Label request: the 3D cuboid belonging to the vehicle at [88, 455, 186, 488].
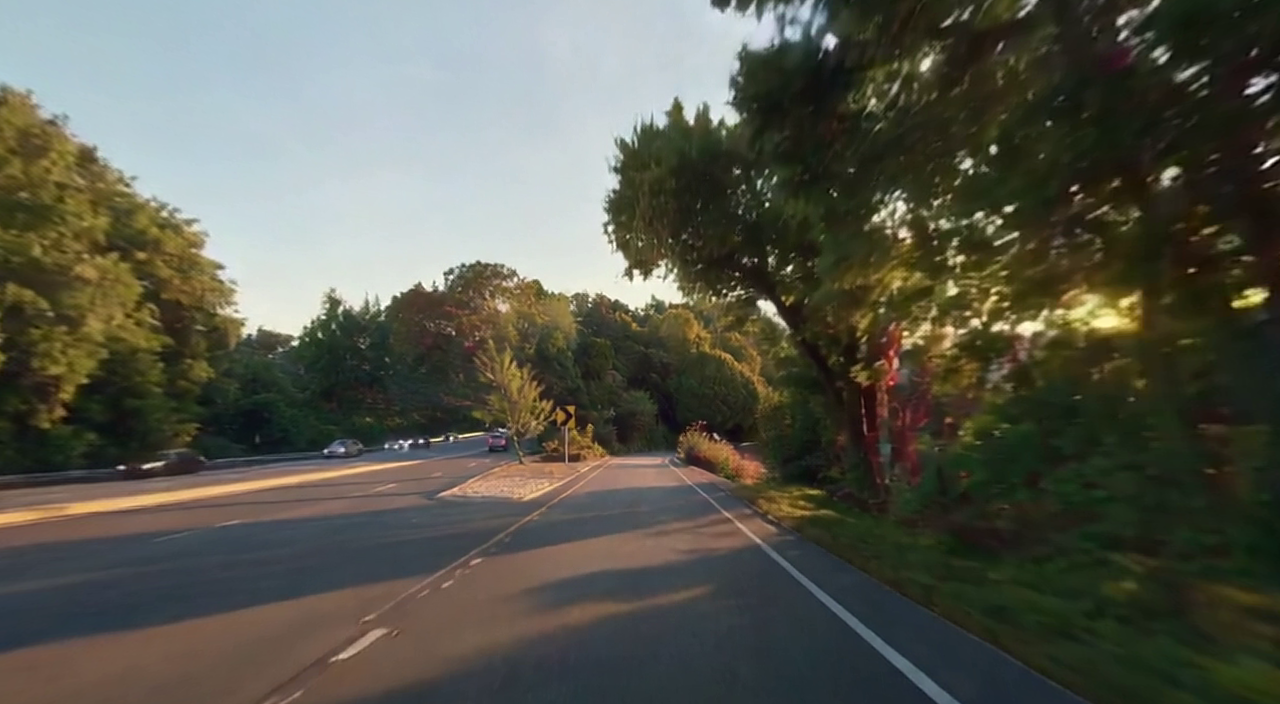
[{"bbox_3d":[-25.177,5.951,31.803,1.985,1.505,3.701,1,-9,-5],"label":"vehicle"}]
